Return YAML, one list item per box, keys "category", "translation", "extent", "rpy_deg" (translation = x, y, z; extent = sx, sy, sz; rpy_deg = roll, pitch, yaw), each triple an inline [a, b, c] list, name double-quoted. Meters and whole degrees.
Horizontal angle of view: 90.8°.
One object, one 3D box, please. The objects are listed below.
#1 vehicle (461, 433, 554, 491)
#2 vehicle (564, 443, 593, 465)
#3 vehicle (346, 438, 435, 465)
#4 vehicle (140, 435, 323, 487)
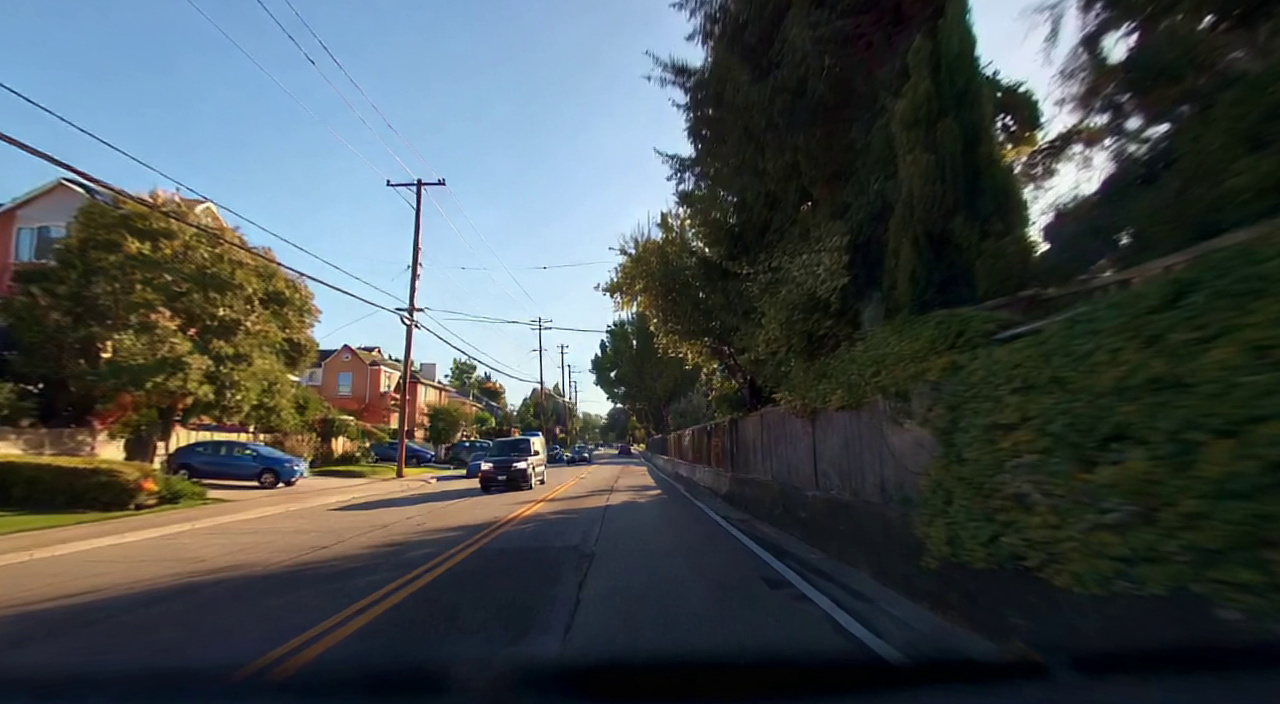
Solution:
- category: "vehicle"
  translation: [-4.296, 3.645, 21.288]
  extent: [2.153, 1.715, 4.333]
  rpy_deg: [0, -9, 0]
- category: "vehicle"
  translation: [-4.459, 7.434, 46.134]
  extent: [1.796, 1.516, 3.871]
  rpy_deg: [0, -9, 0]
- category: "vehicle"
  translation: [-15.495, 6.228, 39.472]
  extent: [4.682, 1.549, 2.032]
  rpy_deg: [3, -9, -8]
- category: "vehicle"
  translation: [-12.804, 3.453, 20.240]
  extent: [4.567, 1.518, 1.999]
  rpy_deg: [4, -9, -23]
